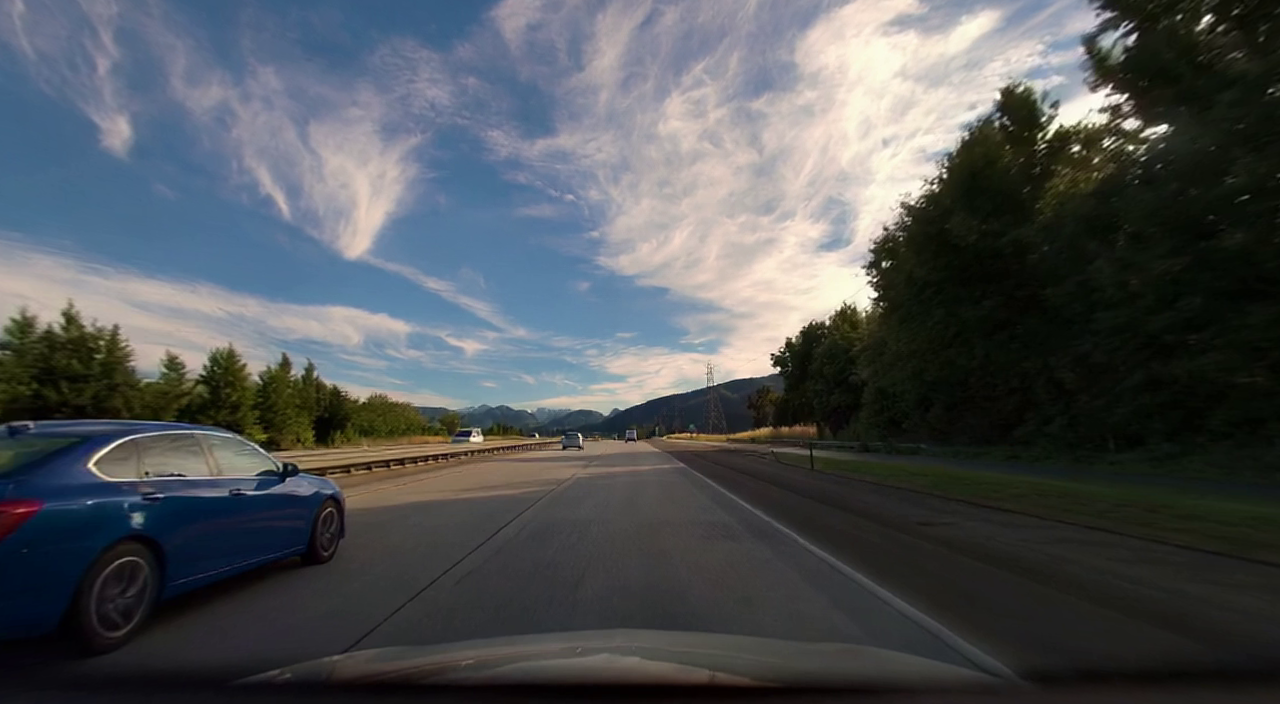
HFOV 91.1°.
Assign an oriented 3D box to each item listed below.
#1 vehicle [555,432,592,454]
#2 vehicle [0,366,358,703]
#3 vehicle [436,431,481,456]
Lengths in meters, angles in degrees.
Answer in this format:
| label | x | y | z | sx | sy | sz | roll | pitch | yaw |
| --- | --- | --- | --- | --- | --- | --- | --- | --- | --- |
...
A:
| label | x | y | z | sx | sy | sz | roll | pitch | yaw |
| --- | --- | --- | --- | --- | --- | --- | --- | --- | --- |
| vehicle | -4.548 | 6.300 | 43.620 | 2.080 | 1.478 | 4.347 | 0 | -8 | 0 |
| vehicle | -3.850 | 1.043 | 4.168 | 2.023 | 1.580 | 4.259 | 0 | -8 | -1 |
| vehicle | -13.413 | 6.811 | 46.783 | 2.024 | 1.762 | 4.513 | 0 | -8 | 0 |
